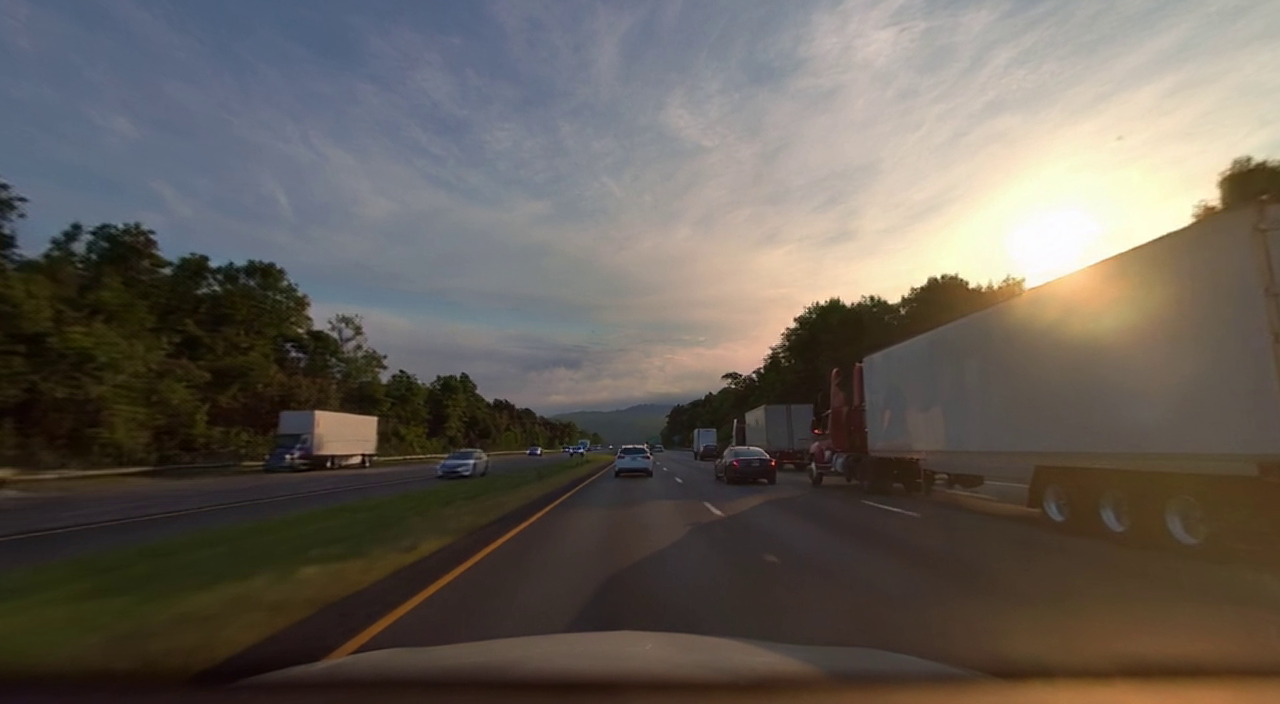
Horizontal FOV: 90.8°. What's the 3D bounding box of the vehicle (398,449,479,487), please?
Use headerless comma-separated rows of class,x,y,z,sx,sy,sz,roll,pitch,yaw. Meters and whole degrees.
vehicle,-8.040,4.644,25.550,2.002,1.433,3.694,0,-9,2

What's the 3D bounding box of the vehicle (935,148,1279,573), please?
vehicle,7.604,0.487,8.727,2.823,4.063,8.485,0,-9,0

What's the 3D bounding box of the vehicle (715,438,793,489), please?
vehicle,3.799,3.801,21.762,1.920,1.594,3.867,0,-9,0

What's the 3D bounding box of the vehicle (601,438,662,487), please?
vehicle,-0.272,3.980,22.892,2.023,1.618,3.628,0,-9,0

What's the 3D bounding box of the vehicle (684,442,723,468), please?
vehicle,4.225,6.933,42.483,2.150,1.632,4.260,0,-9,0

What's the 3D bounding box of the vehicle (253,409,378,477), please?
vehicle,-19.178,5.541,38.048,2.870,3.622,8.269,0,-9,2
